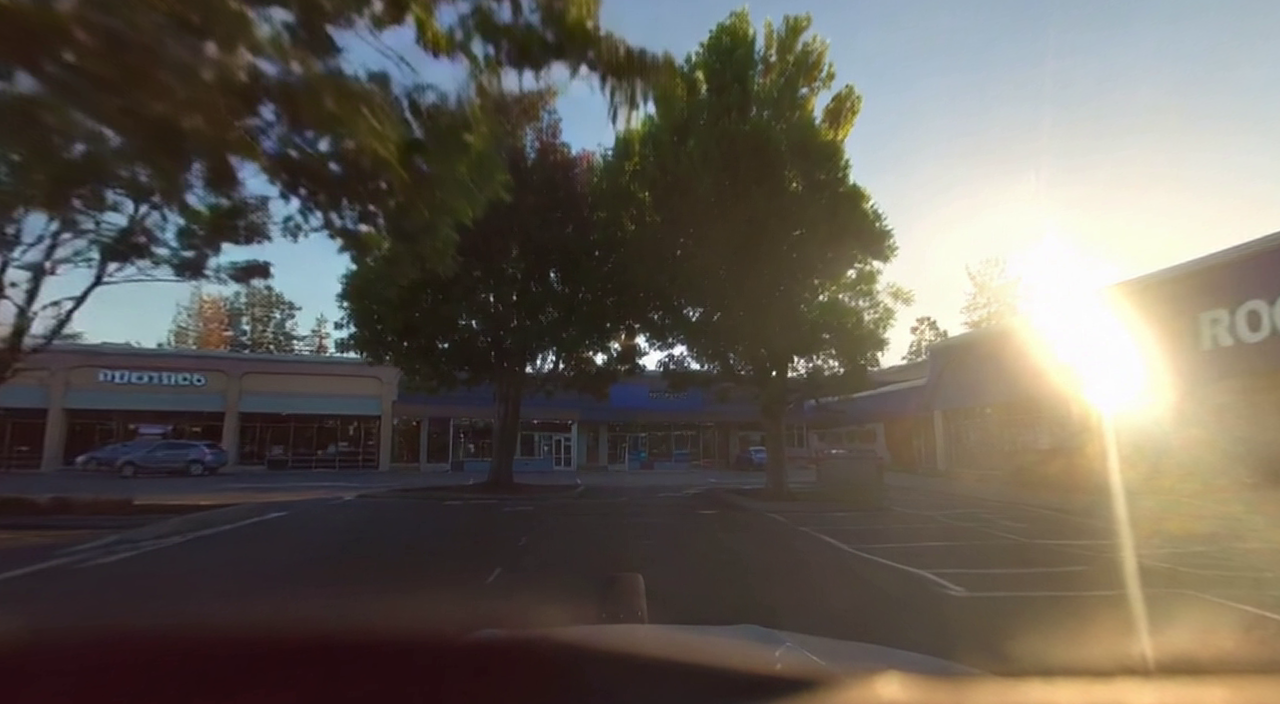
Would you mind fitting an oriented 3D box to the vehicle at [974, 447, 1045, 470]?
[{"bbox_3d":[26.550,7.639,45.603,1.845,1.463,4.399,1,-8,-12],"label":"vehicle"}]
